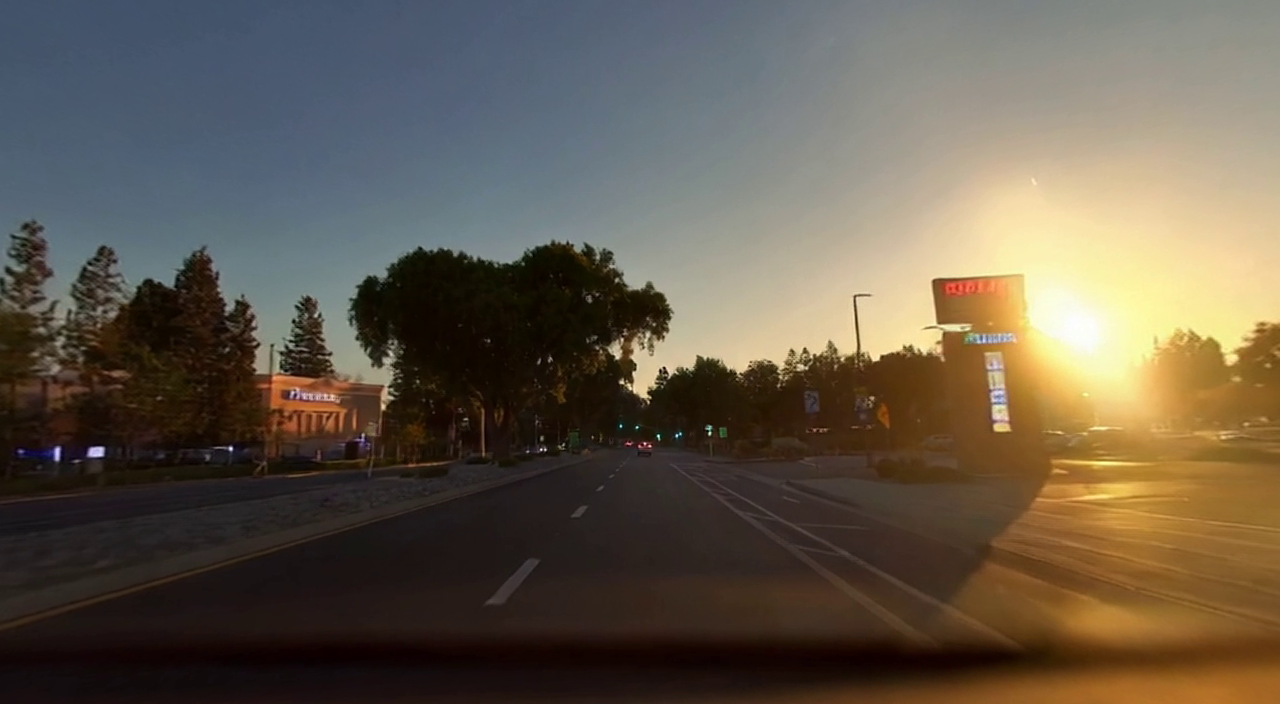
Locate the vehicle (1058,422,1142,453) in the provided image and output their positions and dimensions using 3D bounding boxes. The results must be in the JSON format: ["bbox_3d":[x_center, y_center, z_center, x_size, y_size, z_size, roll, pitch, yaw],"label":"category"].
[{"bbox_3d":[31.193,5.881,43.062,1.966,1.767,4.697,-4,-10,-2],"label":"vehicle"}]
